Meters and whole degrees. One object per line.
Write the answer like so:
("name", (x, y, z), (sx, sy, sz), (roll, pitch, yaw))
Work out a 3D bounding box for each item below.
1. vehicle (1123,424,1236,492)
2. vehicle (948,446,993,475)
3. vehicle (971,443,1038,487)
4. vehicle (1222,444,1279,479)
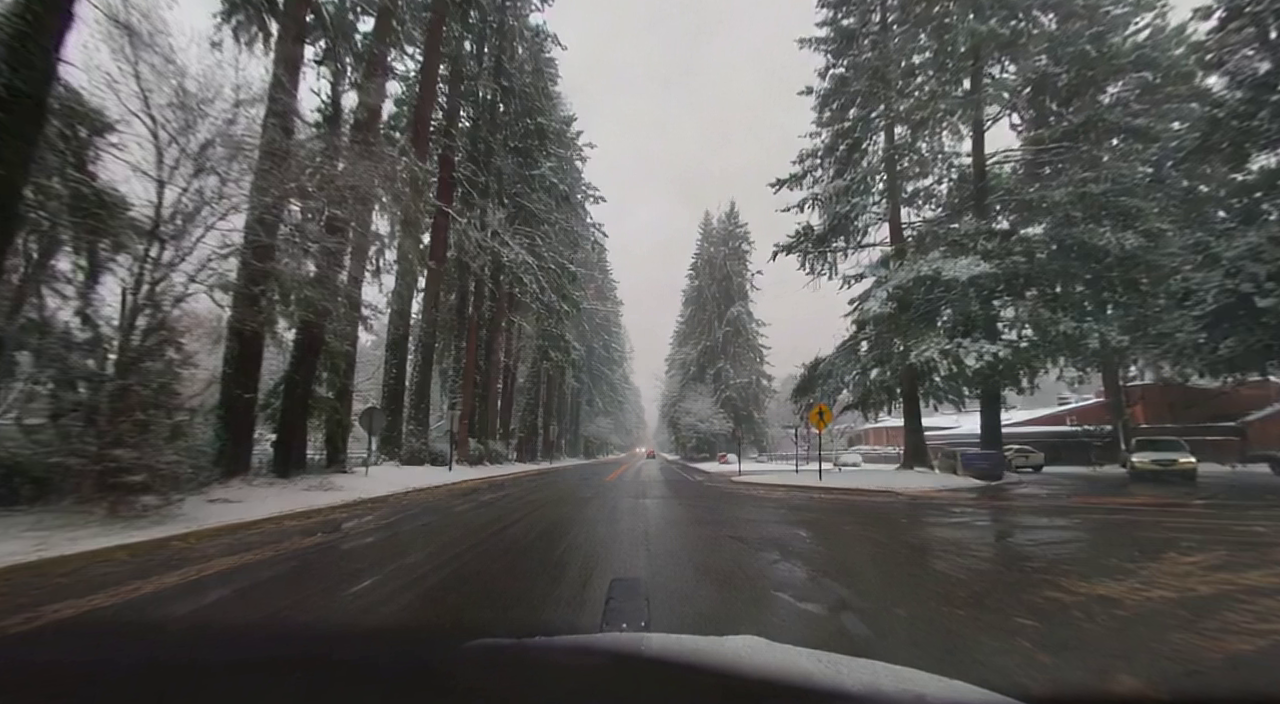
("vehicle", (19.547, 3.806, 23.099), (2.187, 2.012, 4.806), (-9, -8, 31))
("vehicle", (20.256, 6.577, 38.530), (1.958, 1.644, 4.527), (-5, -10, 32))
("vehicle", (14.931, 4.527, 25.686), (2.063, 1.588, 4.759), (-5, -10, 32))
("vehicle", (31.584, 5.495, 31.933), (1.913, 1.622, 4.482), (-5, -10, 29))
